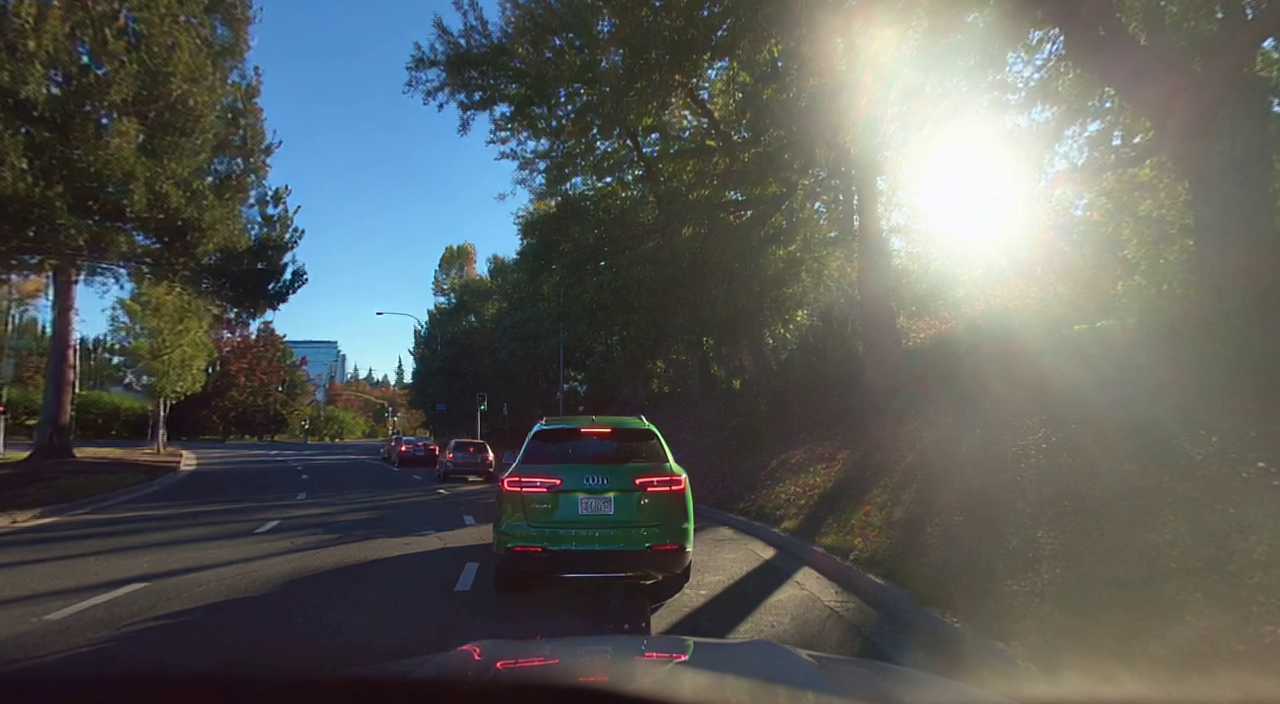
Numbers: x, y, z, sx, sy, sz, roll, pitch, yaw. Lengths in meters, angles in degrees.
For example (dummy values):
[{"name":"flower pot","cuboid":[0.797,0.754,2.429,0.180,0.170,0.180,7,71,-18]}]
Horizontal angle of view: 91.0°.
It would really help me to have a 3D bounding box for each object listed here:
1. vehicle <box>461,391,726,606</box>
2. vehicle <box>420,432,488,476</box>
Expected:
[{"name":"vehicle","cuboid":[-0.685,1.459,7.196,2.134,1.671,4.147,1,-8,-9]},{"name":"vehicle","cuboid":[-7.300,3.928,24.482,1.902,1.536,3.662,4,-9,-25]}]
